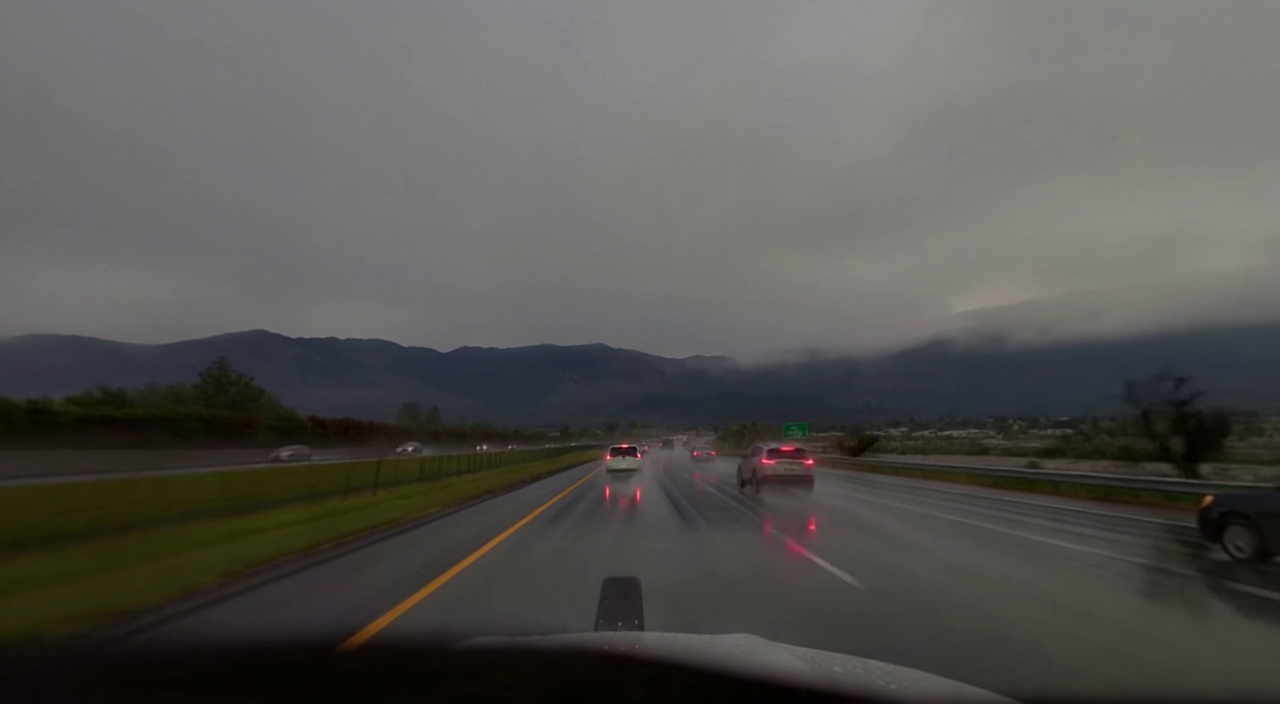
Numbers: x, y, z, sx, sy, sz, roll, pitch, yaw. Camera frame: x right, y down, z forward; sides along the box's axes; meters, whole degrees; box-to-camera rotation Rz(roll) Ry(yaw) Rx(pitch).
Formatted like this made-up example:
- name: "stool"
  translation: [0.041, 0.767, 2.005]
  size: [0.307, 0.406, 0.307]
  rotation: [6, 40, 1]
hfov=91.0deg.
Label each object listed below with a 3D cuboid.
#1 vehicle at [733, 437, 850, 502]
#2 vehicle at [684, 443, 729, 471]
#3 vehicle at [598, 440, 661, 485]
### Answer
- name: "vehicle"
  translation: [3.831, 3.045, 16.728]
  size: [1.949, 1.493, 4.272]
  rotation: [0, -9, -1]
- name: "vehicle"
  translation: [3.624, 5.772, 34.920]
  size: [1.957, 1.447, 4.241]
  rotation: [0, -9, -1]
- name: "vehicle"
  translation: [-0.379, 3.928, 22.675]
  size: [2.085, 1.449, 3.860]
  rotation: [0, -9, -1]
